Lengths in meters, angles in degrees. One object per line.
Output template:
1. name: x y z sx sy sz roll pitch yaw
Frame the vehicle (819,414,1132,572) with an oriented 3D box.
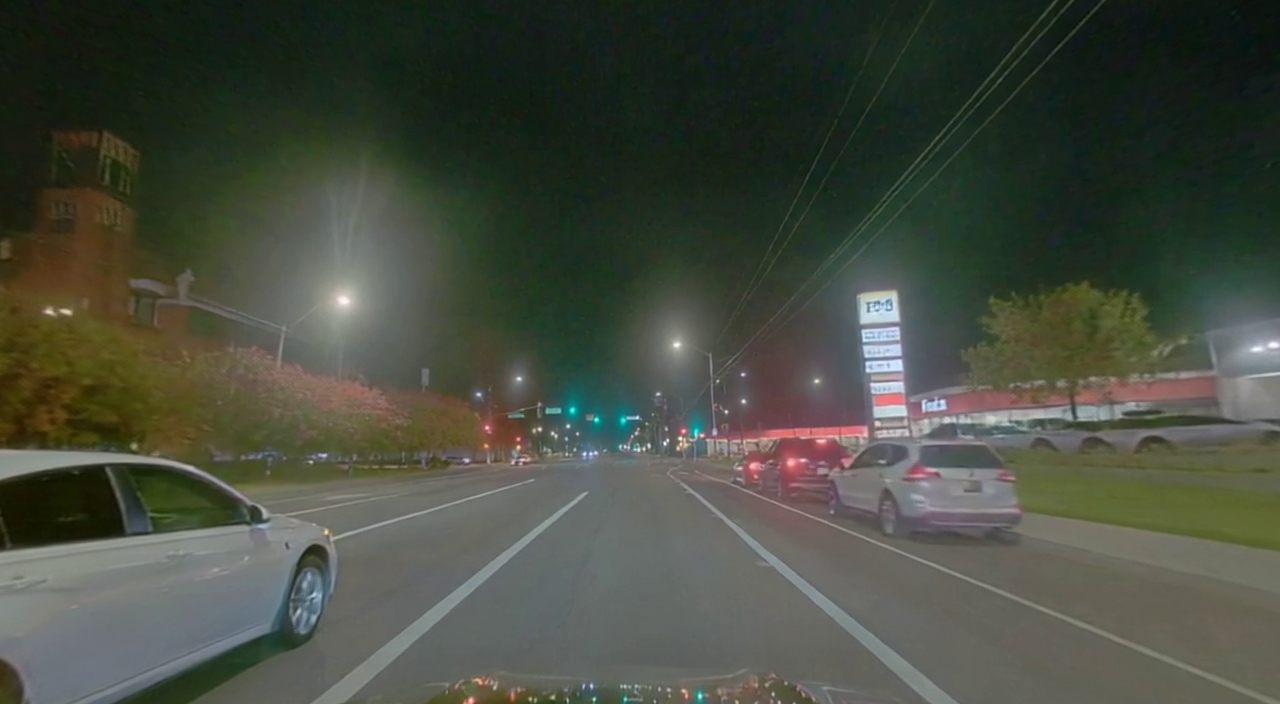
1. vehicle: 4.350 1.902 9.316 2.032 1.703 4.650 0 -9 0

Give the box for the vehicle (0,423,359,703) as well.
1. vehicle: -3.050 1.010 2.403 1.874 1.424 4.553 0 -9 0
